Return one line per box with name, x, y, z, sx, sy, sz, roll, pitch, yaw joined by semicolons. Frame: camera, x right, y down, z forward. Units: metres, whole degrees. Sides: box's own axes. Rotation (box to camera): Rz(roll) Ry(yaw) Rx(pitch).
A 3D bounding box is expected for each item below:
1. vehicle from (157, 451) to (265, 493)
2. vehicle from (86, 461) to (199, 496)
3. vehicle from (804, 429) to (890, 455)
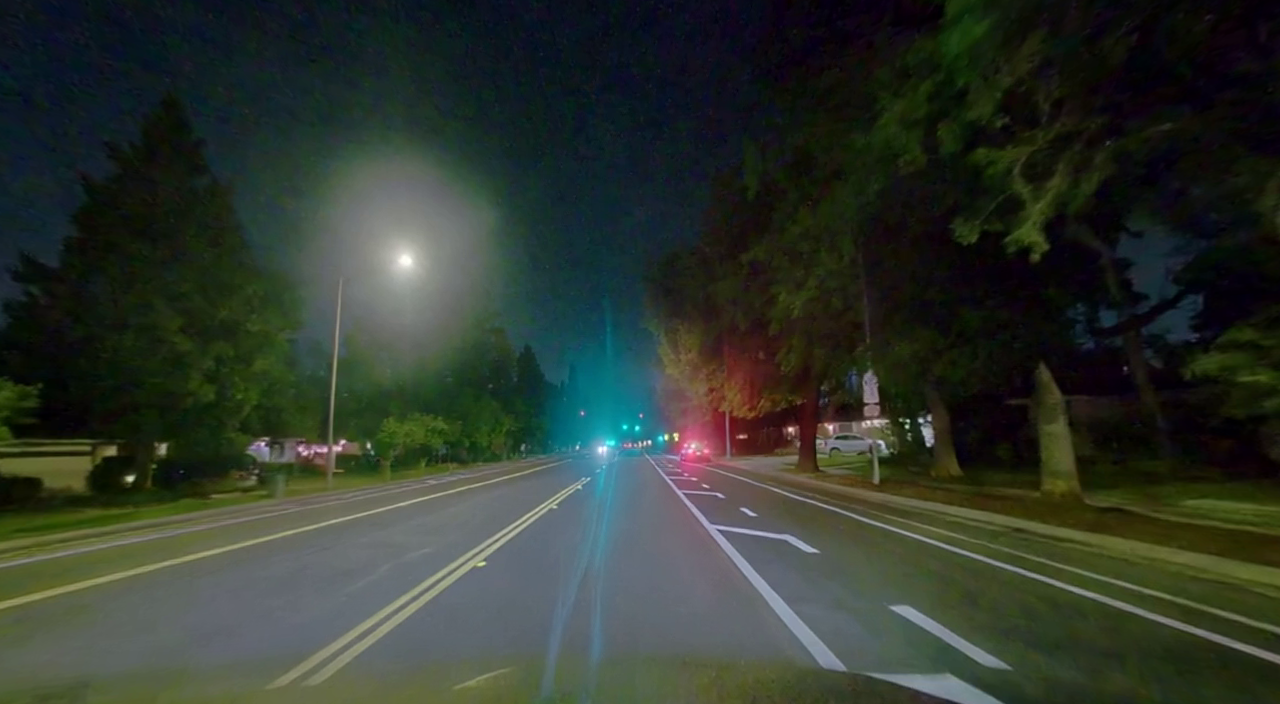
vehicle;-21.022;5.874;31.268;2.128;1.839;4.830;1;-9;-4
vehicle;-23.940;6.082;30.639;2.020;1.477;4.332;1;-9;-2
vehicle;13.159;5.736;40.363;4.710;1.612;1.999;0;-8;-2
